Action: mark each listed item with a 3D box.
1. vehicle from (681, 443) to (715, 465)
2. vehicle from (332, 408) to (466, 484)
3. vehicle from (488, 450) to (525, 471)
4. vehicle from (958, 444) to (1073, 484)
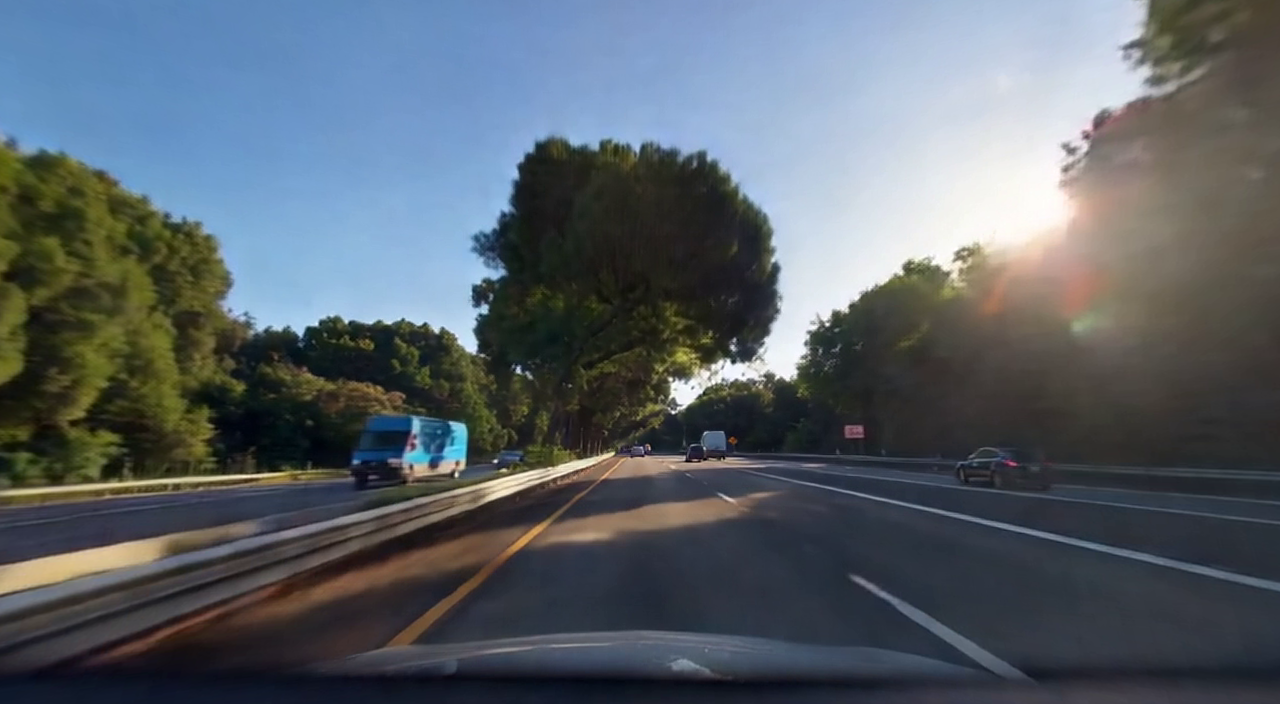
[{"bbox_3d":[4.380,7.759,47.898,2.058,1.605,4.116,0,-9,-2],"label":"vehicle"},{"bbox_3d":[-13.583,5.615,37.416,2.869,3.713,13.278,0,-9,0],"label":"vehicle"},{"bbox_3d":[-9.660,7.881,45.759,1.840,1.440,3.882,0,-9,-1],"label":"vehicle"},{"bbox_3d":[14.374,4.295,24.389,1.926,1.386,3.719,1,-9,-5],"label":"vehicle"}]
